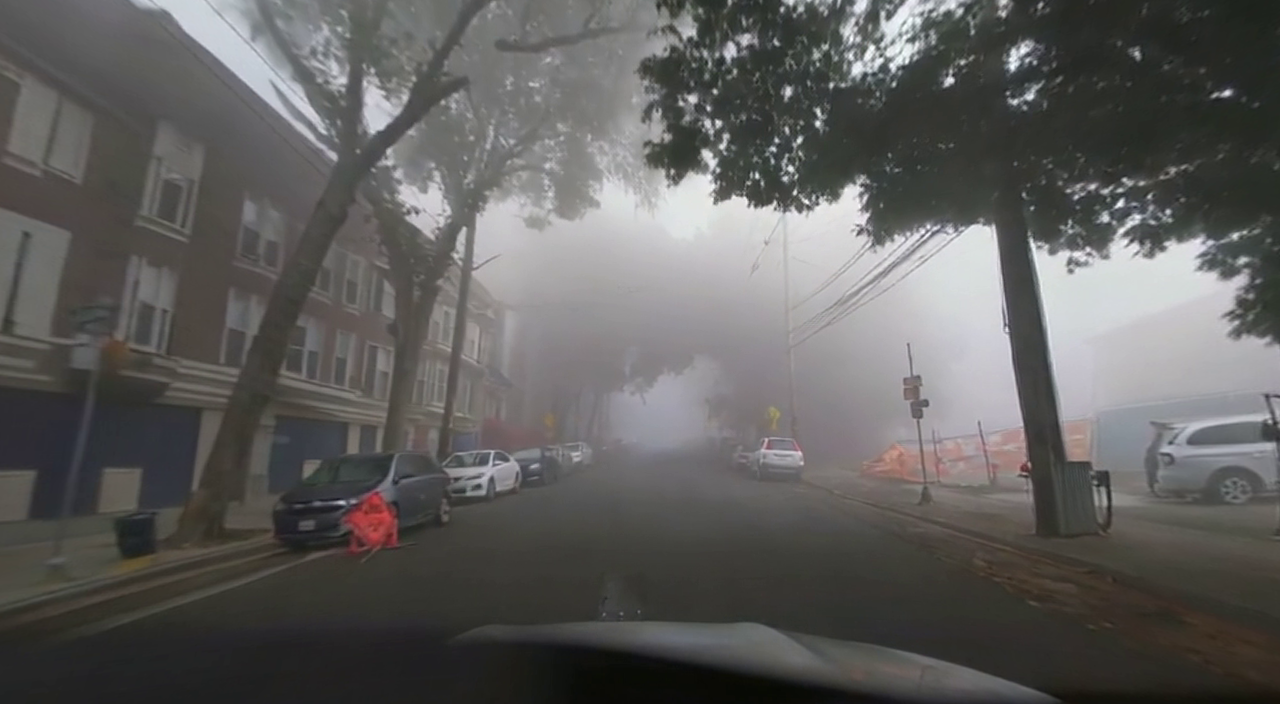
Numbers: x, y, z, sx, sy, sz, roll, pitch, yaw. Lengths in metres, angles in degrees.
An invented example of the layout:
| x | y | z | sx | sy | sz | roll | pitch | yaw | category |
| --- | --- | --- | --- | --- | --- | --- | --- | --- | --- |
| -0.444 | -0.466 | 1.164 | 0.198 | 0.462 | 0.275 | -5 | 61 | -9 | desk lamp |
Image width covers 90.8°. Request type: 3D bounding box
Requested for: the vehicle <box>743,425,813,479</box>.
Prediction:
| x | y | z | sx | sy | sz | roll | pitch | yaw | category |
| --- | --- | --- | --- | --- | --- | --- | --- | --- | --- |
| 5.555 | 4.219 | 26.090 | 1.994 | 1.857 | 4.393 | 2 | -12 | 1 | vehicle |

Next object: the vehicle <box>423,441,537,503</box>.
| x | y | z | sx | sy | sz | roll | pitch | yaw | category |
| --- | --- | --- | --- | --- | --- | --- | --- | --- | --- |
| -4.350 | 3.421 | 17.981 | 1.967 | 1.483 | 4.347 | -2 | -11 | 2 | vehicle |

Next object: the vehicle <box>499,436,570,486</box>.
| x | y | z | sx | sy | sz | roll | pitch | yaw | category |
| --- | --- | --- | --- | --- | --- | --- | --- | --- | --- |
| -3.926 | 4.124 | 24.191 | 1.996 | 1.695 | 4.127 | 0 | -9 | 0 | vehicle |

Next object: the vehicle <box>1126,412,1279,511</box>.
| x | y | z | sx | sy | sz | roll | pitch | yaw | category |
| --- | --- | --- | --- | --- | --- | --- | --- | --- | --- |
| 13.993 | 2.327 | 13.879 | 4.585 | 1.977 | 2.170 | -3 | -8 | 10 | vehicle |

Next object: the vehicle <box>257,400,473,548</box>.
| x | y | z | sx | sy | sz | roll | pitch | yaw | category |
| --- | --- | --- | --- | --- | --- | --- | --- | --- | --- |
| -4.672 | 2.121 | 11.512 | 1.894 | 2.186 | 3.901 | -1 | -9 | 5 | vehicle |
